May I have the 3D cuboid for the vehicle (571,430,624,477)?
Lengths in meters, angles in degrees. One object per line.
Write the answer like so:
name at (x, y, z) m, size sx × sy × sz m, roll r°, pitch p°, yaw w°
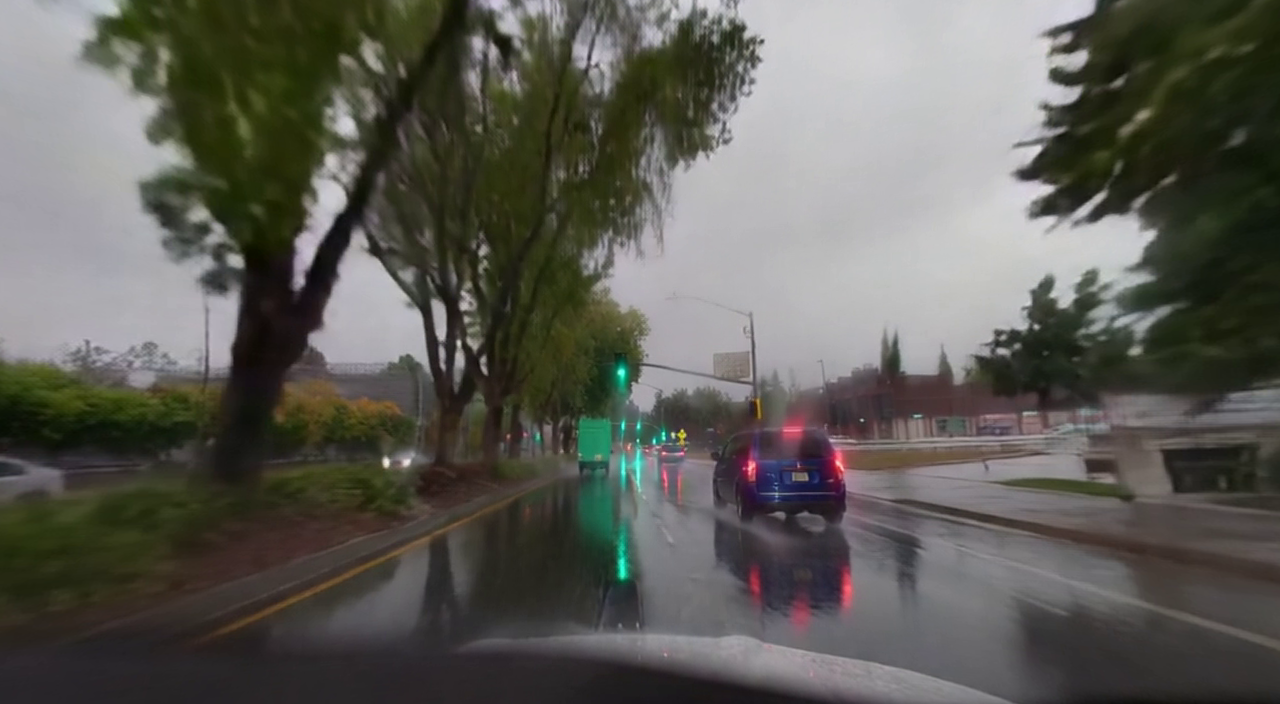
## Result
vehicle at (-1.942, 4.814, 30.039) m, size 2.228 × 2.054 × 4.309 m, roll 0°, pitch -9°, yaw 0°

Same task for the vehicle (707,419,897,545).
vehicle at (2.419, 2.073, 10.691) m, size 1.965 × 1.671 × 4.146 m, roll 0°, pitch -9°, yaw -2°

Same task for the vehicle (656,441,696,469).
vehicle at (2.283, 6.683, 41.289) m, size 2.248 × 1.692 × 4.252 m, roll 0°, pitch -9°, yaw -2°

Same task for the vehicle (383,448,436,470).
vehicle at (-16.695, 7.746, 46.001) m, size 2.139 × 1.493 × 4.521 m, roll 0°, pitch -9°, yaw 0°
